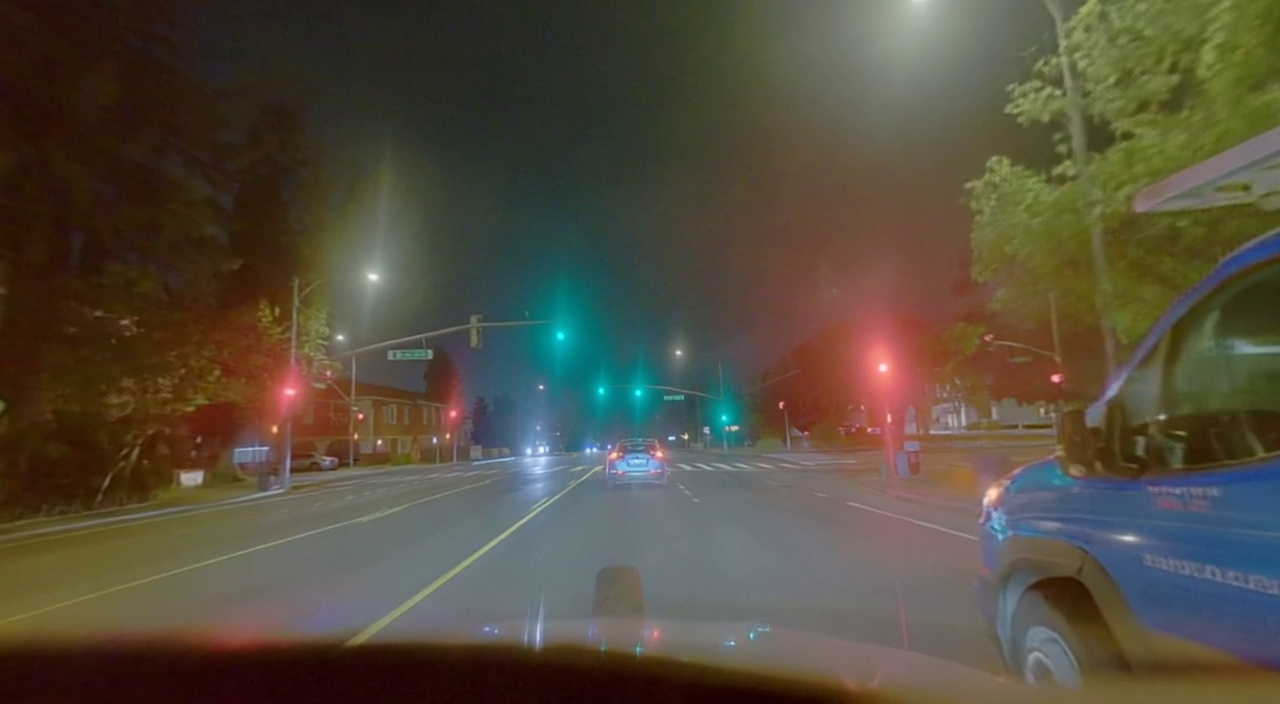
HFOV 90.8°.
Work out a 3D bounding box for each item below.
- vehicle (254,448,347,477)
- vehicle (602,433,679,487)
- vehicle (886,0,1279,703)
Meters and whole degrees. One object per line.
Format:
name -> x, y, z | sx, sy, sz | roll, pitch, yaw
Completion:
vehicle -> -20.920, 6.790, 39.033 | 4.588, 1.703, 1.879 | 0, -9, 1
vehicle -> -0.004, 3.275, 19.339 | 2.104, 1.462, 3.991 | 0, -9, 0
vehicle -> 2.938, -0.006, 0.172 | 2.770, 3.054, 7.271 | 0, -9, 0
